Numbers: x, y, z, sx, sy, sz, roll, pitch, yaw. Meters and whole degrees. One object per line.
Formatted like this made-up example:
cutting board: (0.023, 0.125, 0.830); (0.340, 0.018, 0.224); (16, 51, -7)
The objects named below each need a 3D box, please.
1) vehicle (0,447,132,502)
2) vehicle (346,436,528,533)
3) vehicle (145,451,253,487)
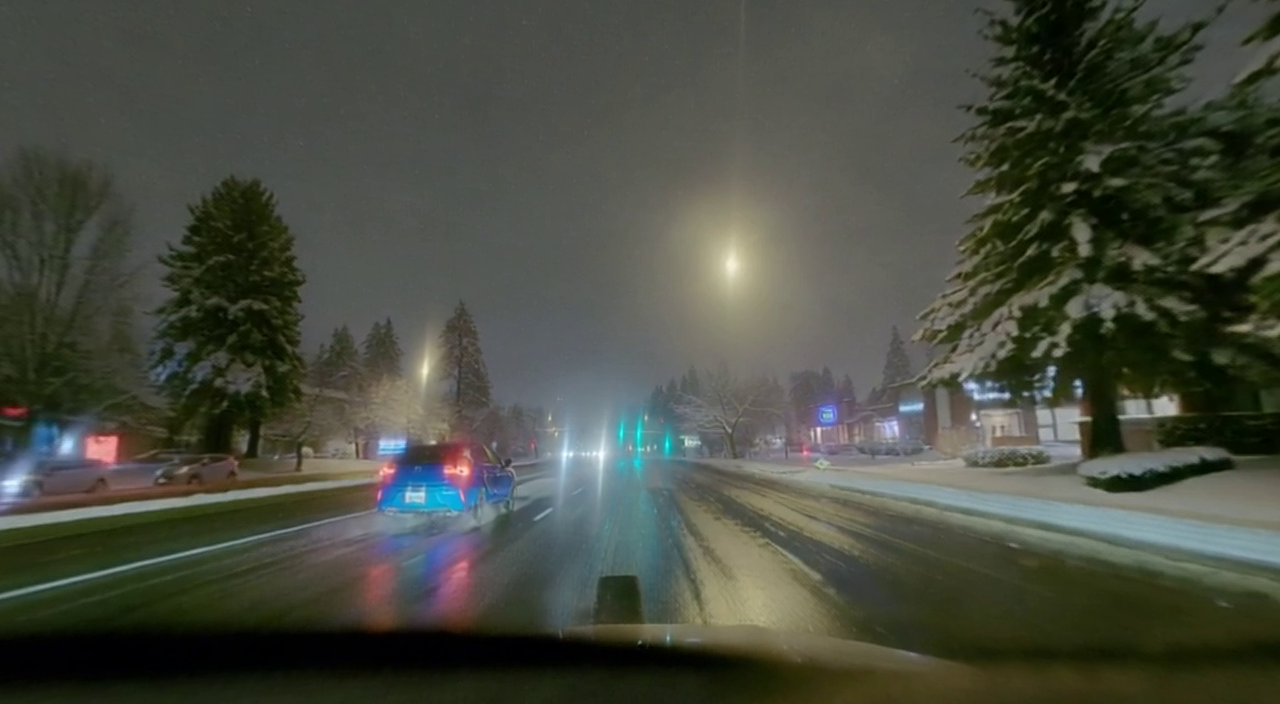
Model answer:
vehicle: (-22.823, 4.676, 24.686); (1.986, 1.897, 4.636); (0, -8, 0)
vehicle: (-3.491, 2.353, 11.839); (2.005, 1.477, 4.169); (0, -8, 0)
vehicle: (-22.773, 6.019, 32.906); (2.031, 1.699, 5.011); (0, -8, -1)
